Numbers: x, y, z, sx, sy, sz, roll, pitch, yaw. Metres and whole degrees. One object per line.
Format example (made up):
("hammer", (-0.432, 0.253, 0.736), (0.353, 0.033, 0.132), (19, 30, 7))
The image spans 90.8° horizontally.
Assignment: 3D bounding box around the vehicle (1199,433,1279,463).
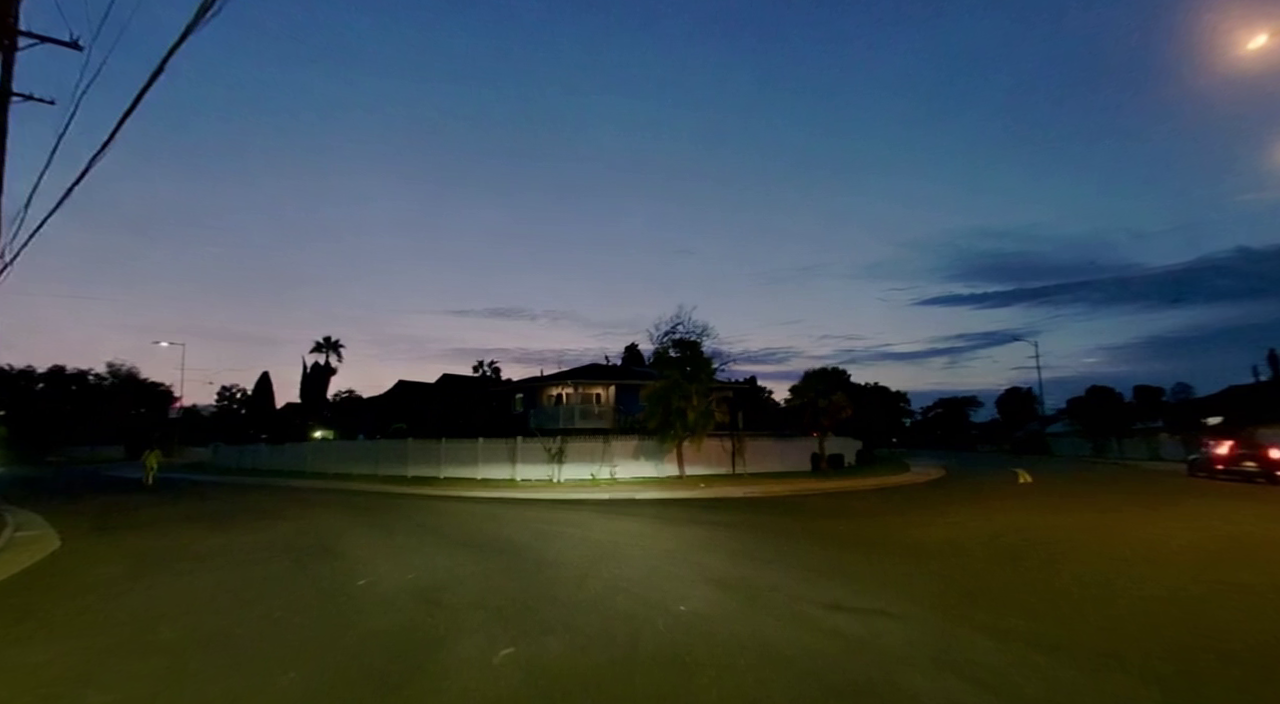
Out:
("vehicle", (31.124, 4.834, 31.964), (3.842, 1.453, 1.805), (-4, -9, 29))
